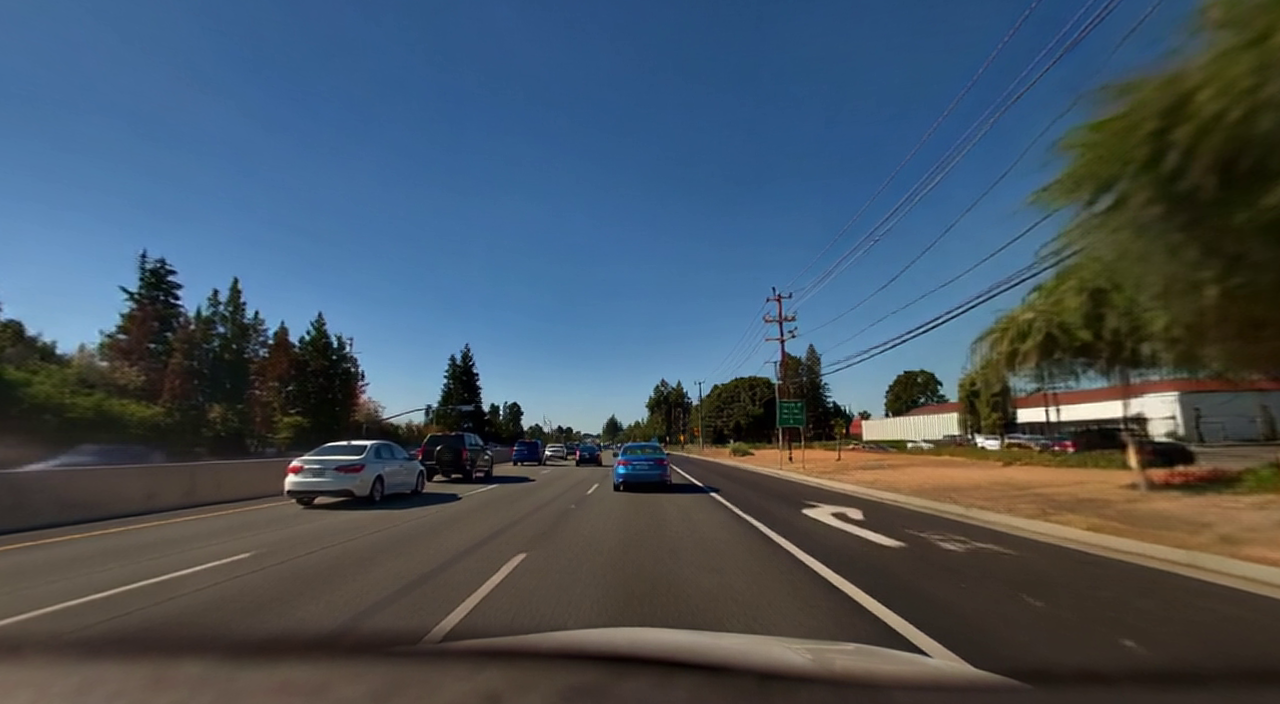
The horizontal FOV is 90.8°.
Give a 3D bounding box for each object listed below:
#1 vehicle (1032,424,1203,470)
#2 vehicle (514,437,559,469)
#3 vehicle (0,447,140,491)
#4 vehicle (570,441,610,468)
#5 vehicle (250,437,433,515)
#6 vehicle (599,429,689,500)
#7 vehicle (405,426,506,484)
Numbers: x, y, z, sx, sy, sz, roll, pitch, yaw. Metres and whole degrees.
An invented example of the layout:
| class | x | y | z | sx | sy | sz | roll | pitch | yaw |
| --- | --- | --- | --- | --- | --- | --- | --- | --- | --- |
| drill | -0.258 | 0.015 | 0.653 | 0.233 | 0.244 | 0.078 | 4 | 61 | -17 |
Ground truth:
| class | x | y | z | sx | sy | sz | roll | pitch | yaw |
| --- | --- | --- | --- | --- | --- | --- | --- | --- | --- |
| vehicle | 17.586 | 3.525 | 23.458 | 4.659 | 1.572 | 2.019 | 0 | -8 | 0 |
| vehicle | -6.129 | 6.045 | 37.911 | 1.914 | 1.756 | 4.179 | 0 | -8 | 1 |
| vehicle | -24.485 | 4.985 | 27.276 | 2.112 | 1.706 | 4.432 | 0 | -8 | 1 |
| vehicle | -3.002 | 6.244 | 38.667 | 2.055 | 1.510 | 3.961 | 0 | -8 | 1 |
| vehicle | -6.492 | 2.726 | 14.460 | 1.900 | 1.483 | 4.547 | 0 | -8 | 1 |
| vehicle | 0.092 | 2.990 | 17.146 | 2.140 | 1.653 | 4.108 | 0 | -8 | 0 |
| vehicle | -6.658 | 3.774 | 23.480 | 2.144 | 1.905 | 4.967 | 0 | -8 | 1 |
